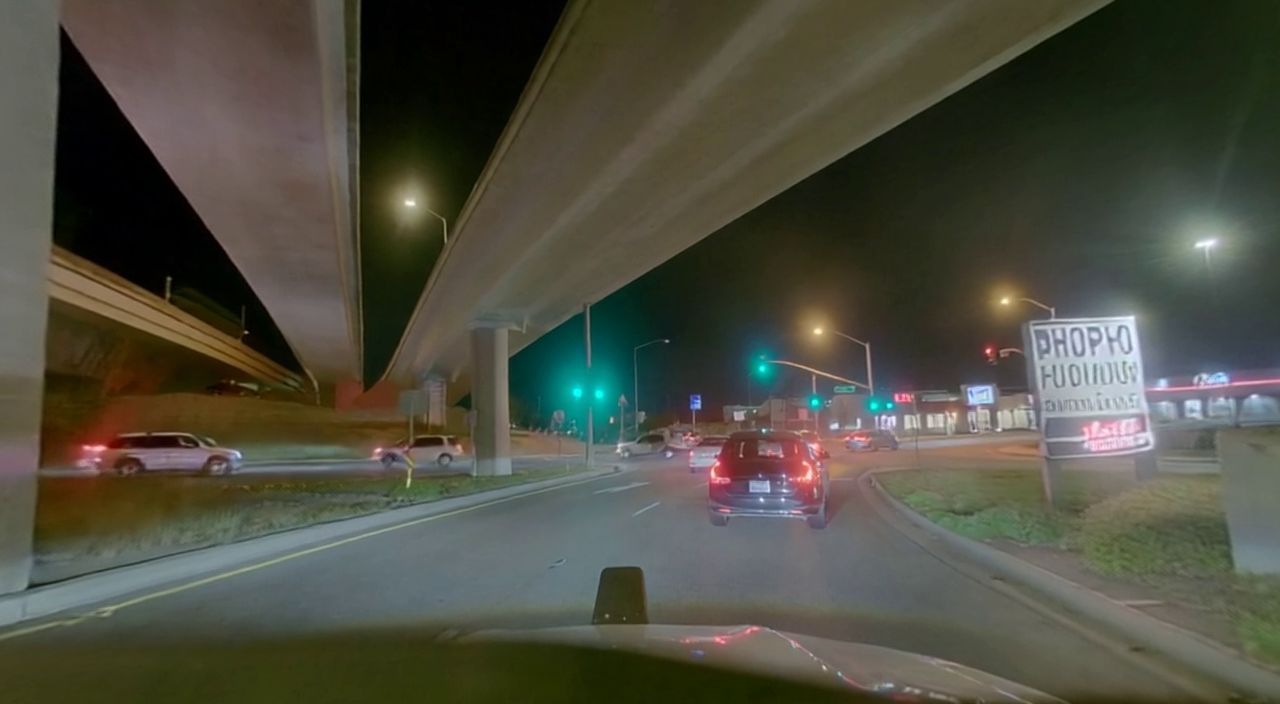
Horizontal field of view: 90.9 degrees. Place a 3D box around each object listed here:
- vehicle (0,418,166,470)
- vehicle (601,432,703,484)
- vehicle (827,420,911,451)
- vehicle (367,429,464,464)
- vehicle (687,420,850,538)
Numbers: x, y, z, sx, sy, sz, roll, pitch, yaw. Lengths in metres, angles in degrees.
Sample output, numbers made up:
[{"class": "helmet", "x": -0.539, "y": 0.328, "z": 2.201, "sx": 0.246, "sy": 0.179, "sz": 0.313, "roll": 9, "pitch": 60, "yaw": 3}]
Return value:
[{"class": "vehicle", "x": -43.653, "y": 7.012, "z": 48.126, "sx": 2.989, "sy": 3.604, "sz": 11.471, "roll": -5, "pitch": -9, "yaw": 27}, {"class": "vehicle", "x": 0.549, "y": 3.491, "z": 21.096, "sx": 2.214, "sy": 1.519, "sz": 4.704, "roll": -3, "pitch": -9, "yaw": 17}, {"class": "vehicle", "x": 13.209, "y": 4.819, "z": 36.269, "sx": 4.755, "sy": 1.623, "sz": 2.290, "roll": 6, "pitch": -11, "yaw": -38}, {"class": "vehicle", "x": -12.766, "y": 5.424, "z": 36.157, "sx": 4.827, "sy": 1.885, "sz": 2.008, "roll": 1, "pitch": -9, "yaw": -7}, {"class": "vehicle", "x": 2.183, "y": 2.067, "z": 10.931, "sx": 2.195, "sy": 1.571, "sz": 4.353, "roll": -2, "pitch": -9, "yaw": 11}]
